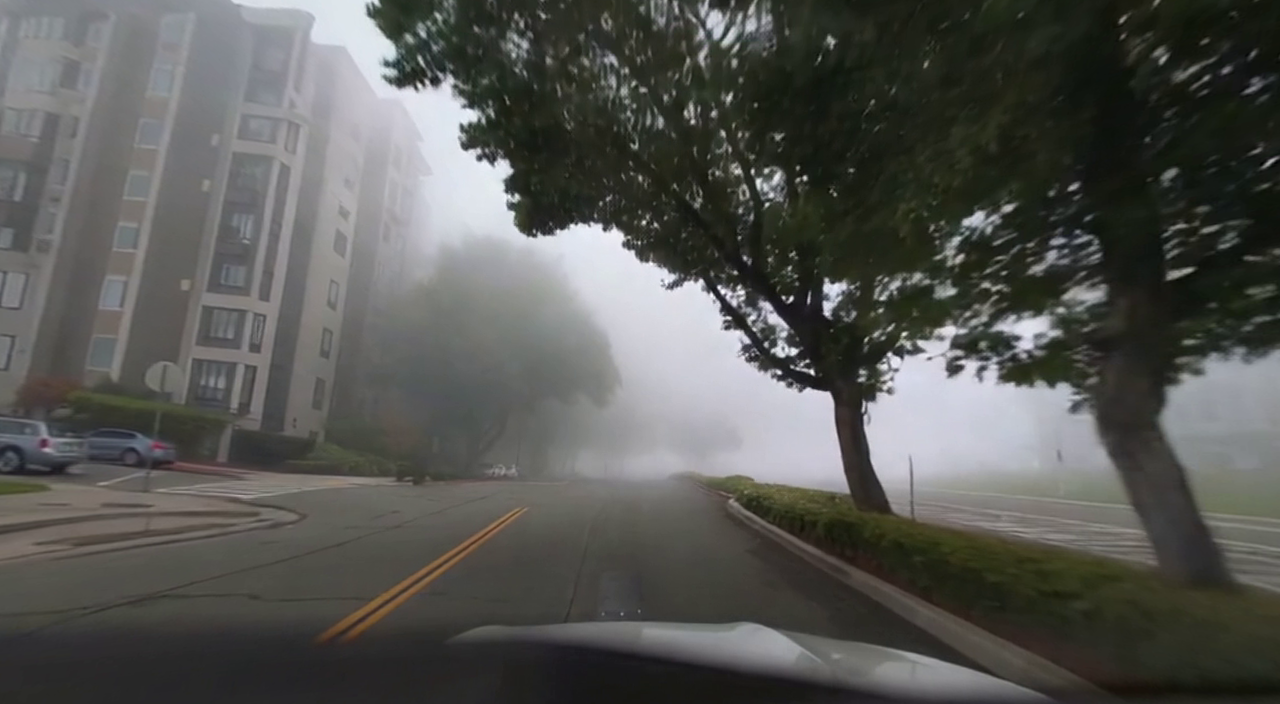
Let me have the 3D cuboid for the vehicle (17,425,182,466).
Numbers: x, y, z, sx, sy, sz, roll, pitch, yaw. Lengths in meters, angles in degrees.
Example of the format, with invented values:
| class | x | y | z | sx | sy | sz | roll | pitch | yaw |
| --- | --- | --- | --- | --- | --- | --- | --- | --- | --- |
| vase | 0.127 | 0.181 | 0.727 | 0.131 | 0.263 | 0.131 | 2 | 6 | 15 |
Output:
| class | x | y | z | sx | sy | sz | roll | pitch | yaw |
| --- | --- | --- | --- | --- | --- | --- | --- | --- | --- |
| vehicle | -19.793 | 3.440 | 23.269 | 4.322 | 1.436 | 1.827 | 0 | -8 | 0 |

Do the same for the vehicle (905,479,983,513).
| class | x | y | z | sx | sy | sz | roll | pitch | yaw |
| --- | --- | --- | --- | --- | --- | --- | --- | --- | --- |
| vehicle | 19.888 | 9.402 | 41.615 | 2.322 | 1.818 | 4.871 | 1 | -8 | -5 |
